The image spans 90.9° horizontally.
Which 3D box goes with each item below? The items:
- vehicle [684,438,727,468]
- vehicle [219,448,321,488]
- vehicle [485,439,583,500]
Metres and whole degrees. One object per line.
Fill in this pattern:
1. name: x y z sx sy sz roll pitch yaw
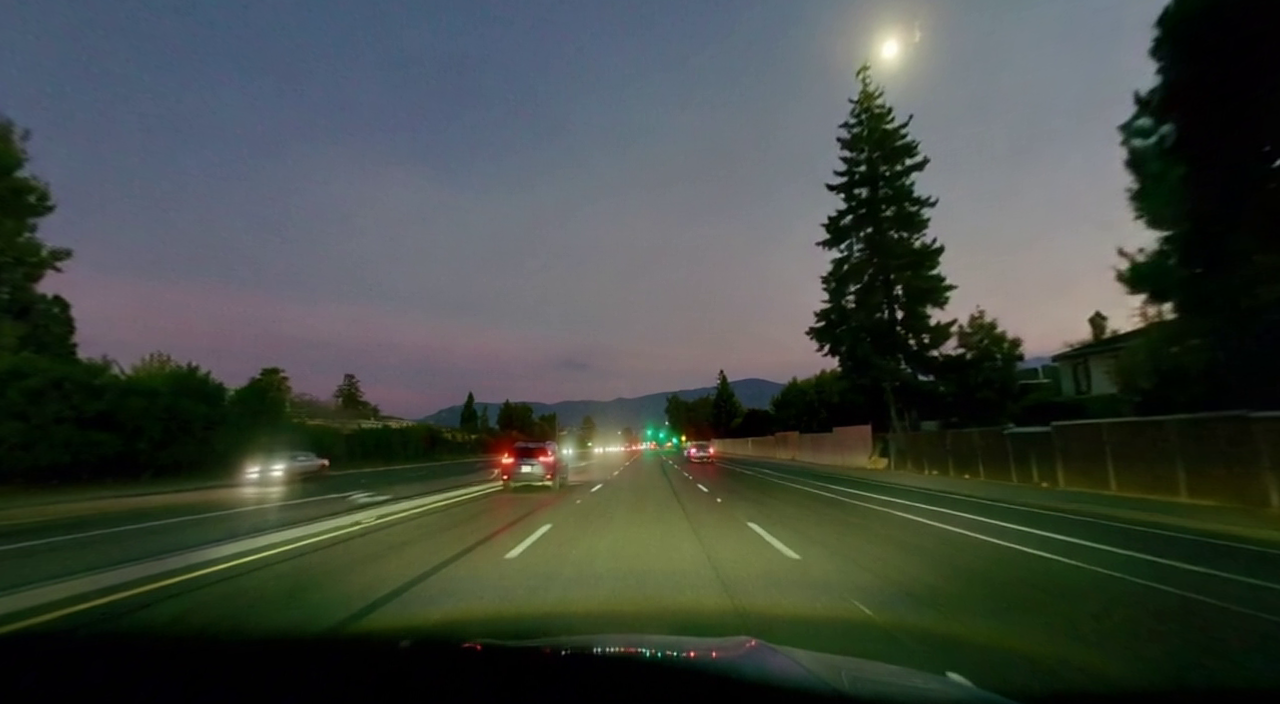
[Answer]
1. vehicle: 4.083 6.389 40.065 2.114 1.780 4.445 0 -8 -1
2. vehicle: -17.200 5.377 29.618 2.012 1.702 4.458 0 -8 1
3. vehicle: -2.890 3.295 18.227 1.966 1.524 4.410 0 -8 1
